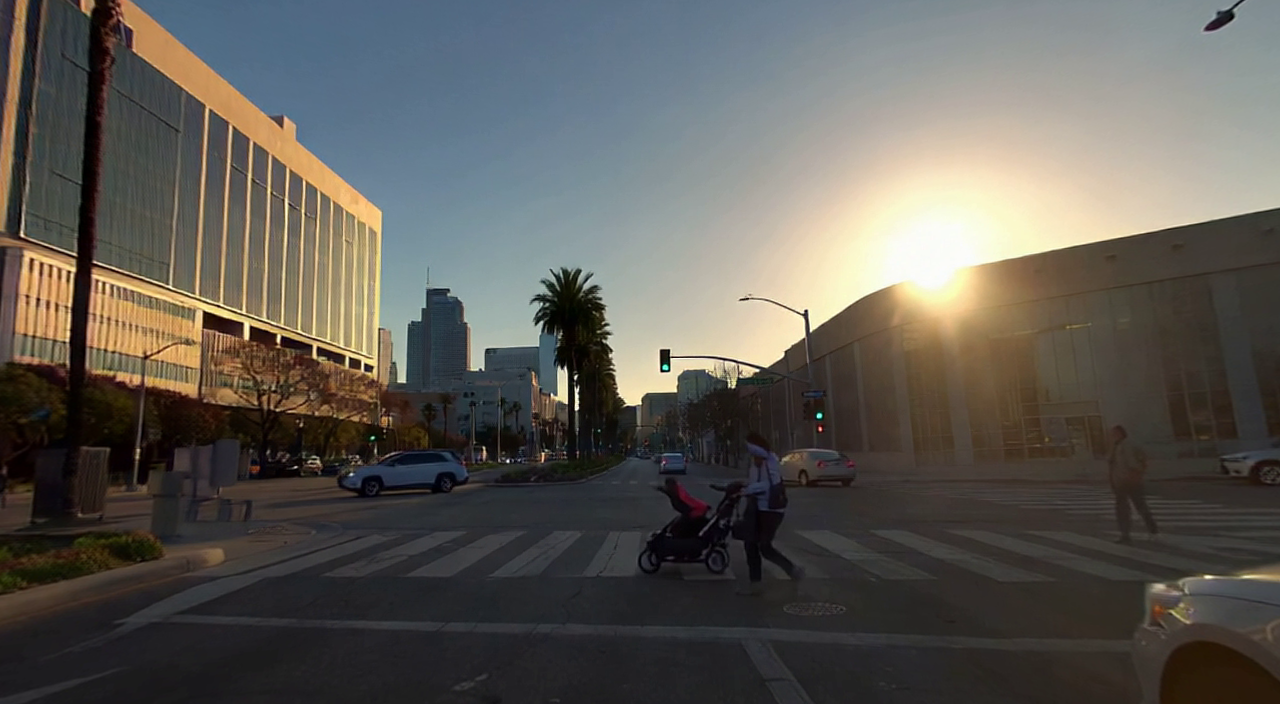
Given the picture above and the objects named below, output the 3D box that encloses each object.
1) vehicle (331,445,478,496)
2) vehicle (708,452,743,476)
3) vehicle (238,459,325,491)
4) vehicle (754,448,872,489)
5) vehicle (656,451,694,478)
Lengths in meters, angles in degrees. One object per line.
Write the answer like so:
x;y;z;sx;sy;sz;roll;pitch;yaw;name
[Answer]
-7.991;4.048;21.904;4.499;1.594;1.898;2;-9;-13;vehicle
6.556;8.581;48.688;2.176;1.690;4.138;0;-8;1;vehicle
-19.948;6.859;35.413;2.069;1.540;4.774;0;-8;0;vehicle
7.183;4.795;26.368;4.273;1.525;2.000;-6;-10;32;vehicle
2.512;8.222;46.501;2.325;1.810;4.827;0;-8;-2;vehicle
